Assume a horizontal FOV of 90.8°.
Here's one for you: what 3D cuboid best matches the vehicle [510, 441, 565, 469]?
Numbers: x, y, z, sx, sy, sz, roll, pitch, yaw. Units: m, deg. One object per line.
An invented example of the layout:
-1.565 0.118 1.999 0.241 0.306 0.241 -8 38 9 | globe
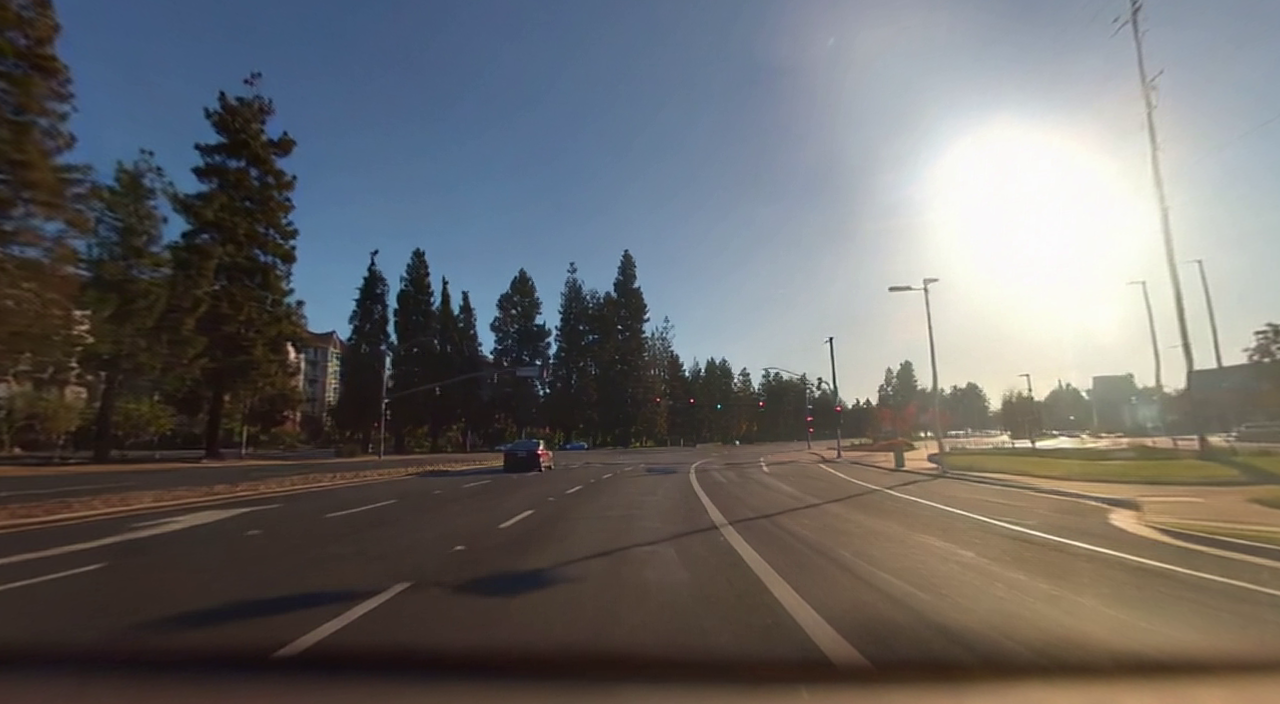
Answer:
-5.701 5.793 35.724 1.893 1.503 4.309 -1 -8 7 | vehicle
